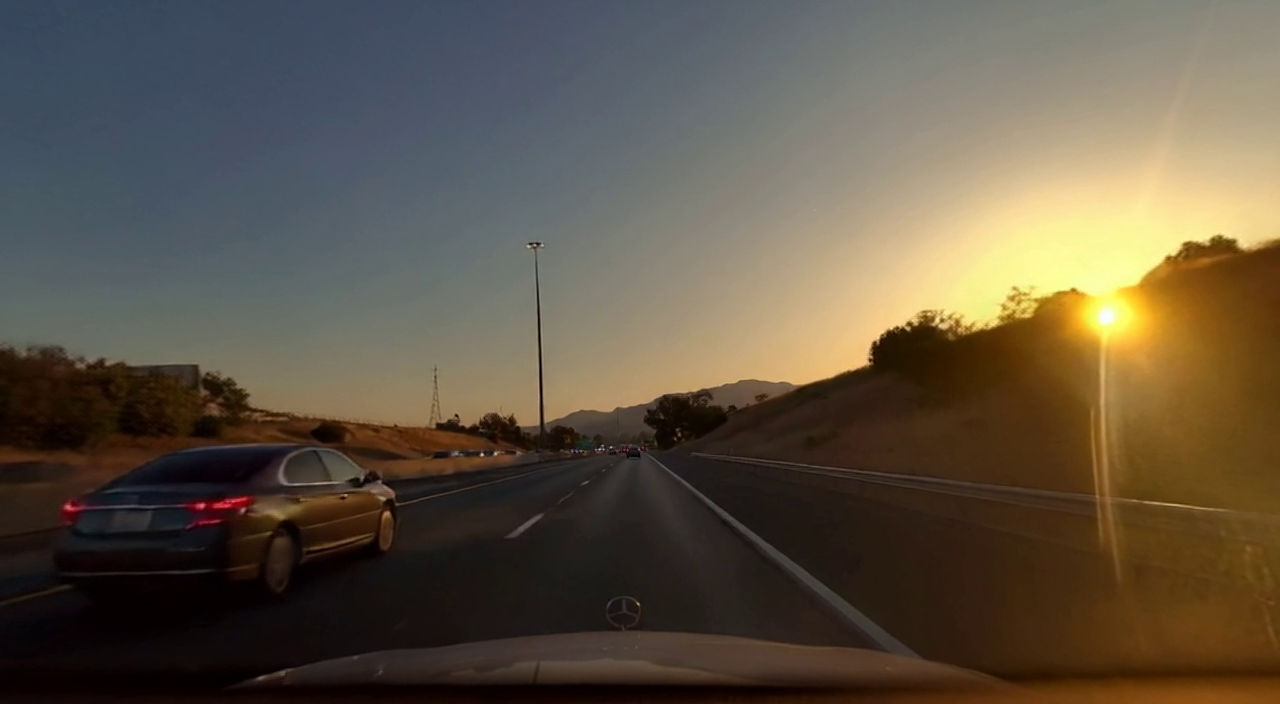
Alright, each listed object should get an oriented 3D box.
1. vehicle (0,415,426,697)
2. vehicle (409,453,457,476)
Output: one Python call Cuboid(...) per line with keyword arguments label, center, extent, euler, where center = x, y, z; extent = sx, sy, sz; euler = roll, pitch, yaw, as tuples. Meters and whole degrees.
Cuboid(label="vehicle", center=(-3.878, 1.503, 5.884), extent=(2.118, 1.562, 4.541), euler=(0, -9, 1))
Cuboid(label="vehicle", center=(-14.378, 7.819, 43.993), extent=(1.804, 1.442, 4.254), euler=(0, -9, 2))
